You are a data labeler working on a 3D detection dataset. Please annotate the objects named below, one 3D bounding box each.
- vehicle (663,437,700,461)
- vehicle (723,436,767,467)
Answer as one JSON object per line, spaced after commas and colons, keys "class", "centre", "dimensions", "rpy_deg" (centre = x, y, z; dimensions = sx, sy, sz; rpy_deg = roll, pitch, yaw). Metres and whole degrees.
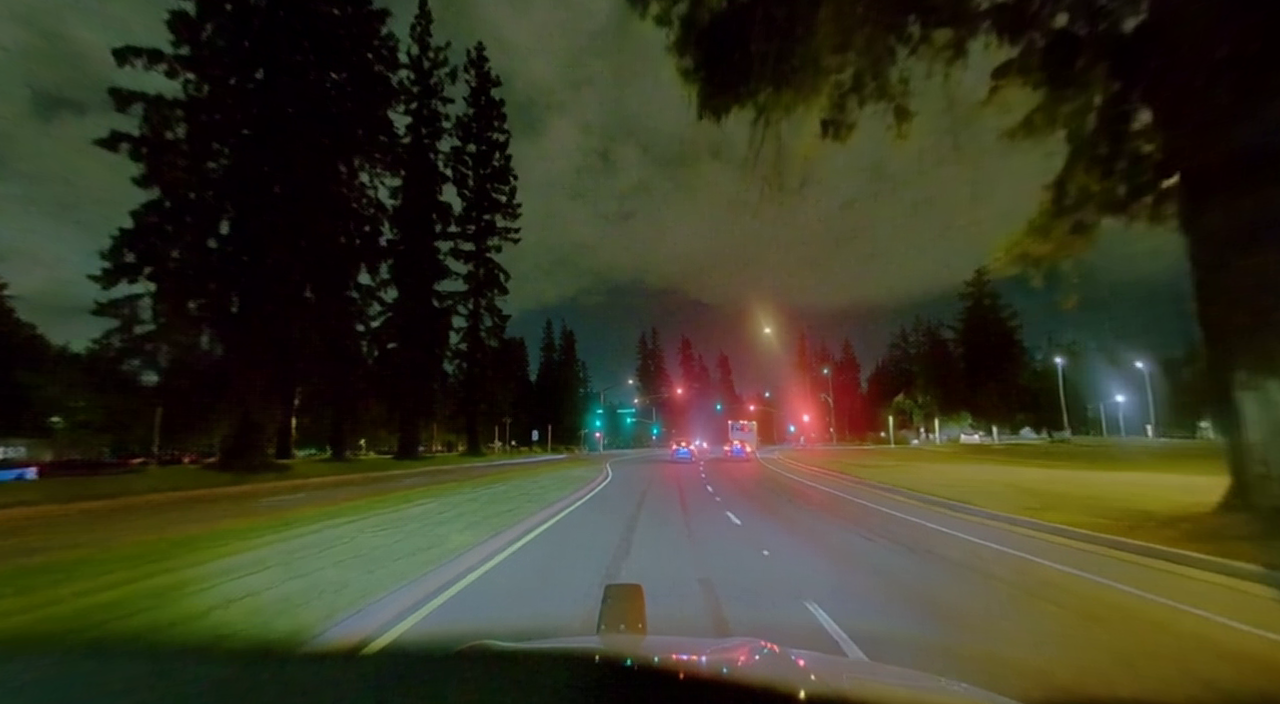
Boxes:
{"class": "vehicle", "centre": [2.768, 6.291, 40.960], "dimensions": [2.066, 1.482, 4.273], "rpy_deg": [-1, -9, 8]}
{"class": "vehicle", "centre": [5.539, 5.274, 33.618], "dimensions": [1.989, 1.497, 4.436], "rpy_deg": [-1, -9, 6]}
